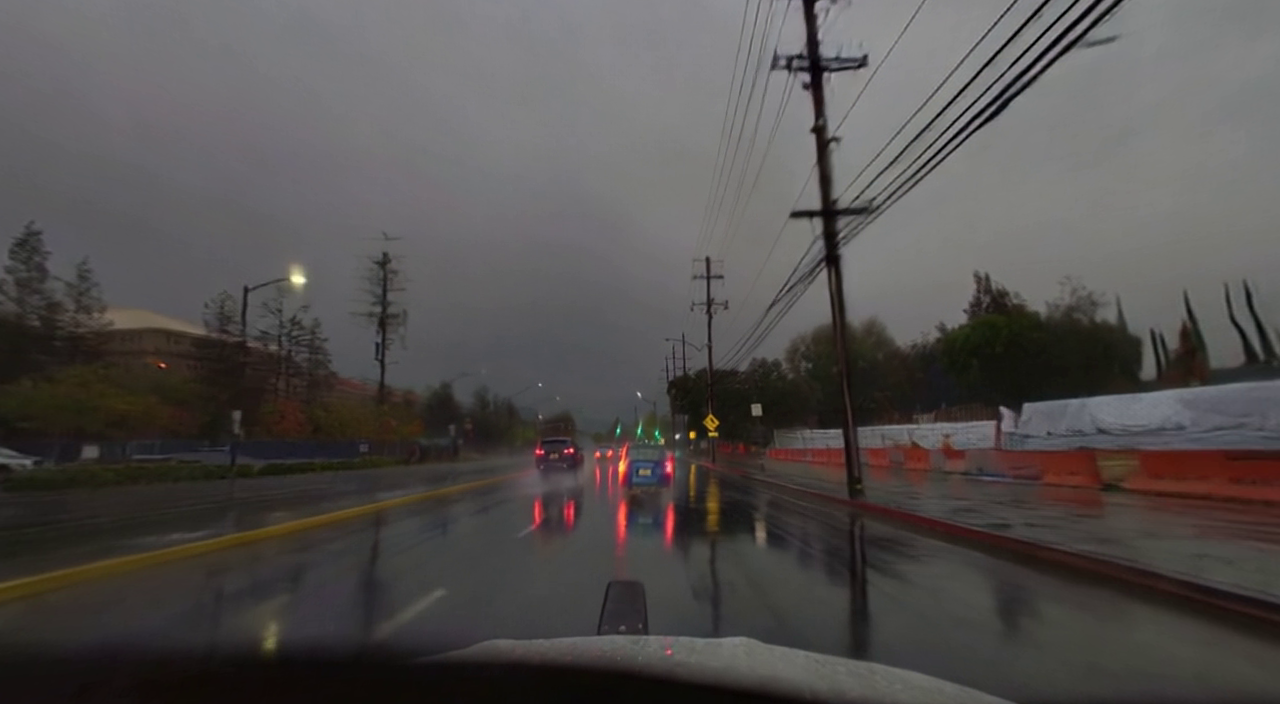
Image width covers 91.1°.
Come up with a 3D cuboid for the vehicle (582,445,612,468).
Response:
[{"bbox_3d":[-3.317,8.106,48.949,1.910,1.713,4.786,0,-8,1],"label":"vehicle"}]

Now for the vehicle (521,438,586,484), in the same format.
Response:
[{"bbox_3d":[-3.640,4.662,27.259,2.078,1.804,4.387,0,-8,2],"label":"vehicle"}]

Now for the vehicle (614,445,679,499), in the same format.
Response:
[{"bbox_3d":[0.201,4.092,21.864,2.059,1.691,3.980,0,-8,0],"label":"vehicle"}]
